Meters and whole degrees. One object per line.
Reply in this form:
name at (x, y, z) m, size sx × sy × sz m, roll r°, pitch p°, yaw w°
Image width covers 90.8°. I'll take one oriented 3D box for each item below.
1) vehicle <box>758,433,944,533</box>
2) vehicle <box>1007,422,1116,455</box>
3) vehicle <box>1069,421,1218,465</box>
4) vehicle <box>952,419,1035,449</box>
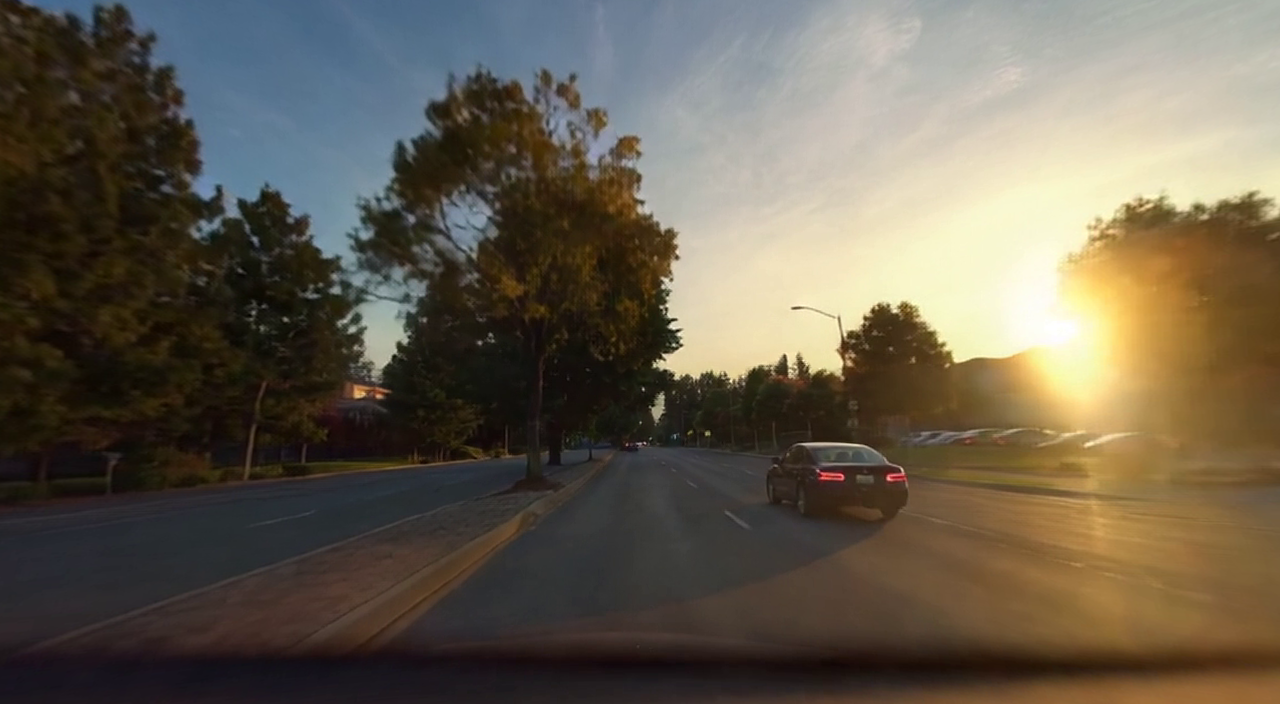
vehicle at (3.518, 2.256, 11.439) m, size 1.852 × 1.453 × 4.083 m, roll 0°, pitch -9°, yaw -1°
vehicle at (24.691, 5.109, 37.185) m, size 4.672 × 1.810 × 2.367 m, roll 0°, pitch -9°, yaw -1°
vehicle at (25.424, 4.575, 32.058) m, size 5.672 × 1.841 × 2.092 m, roll -3°, pitch -7°, yaw 0°
vehicle at (25.577, 5.984, 45.858) m, size 4.733 × 2.074 × 2.022 m, roll 0°, pitch -9°, yaw -1°
